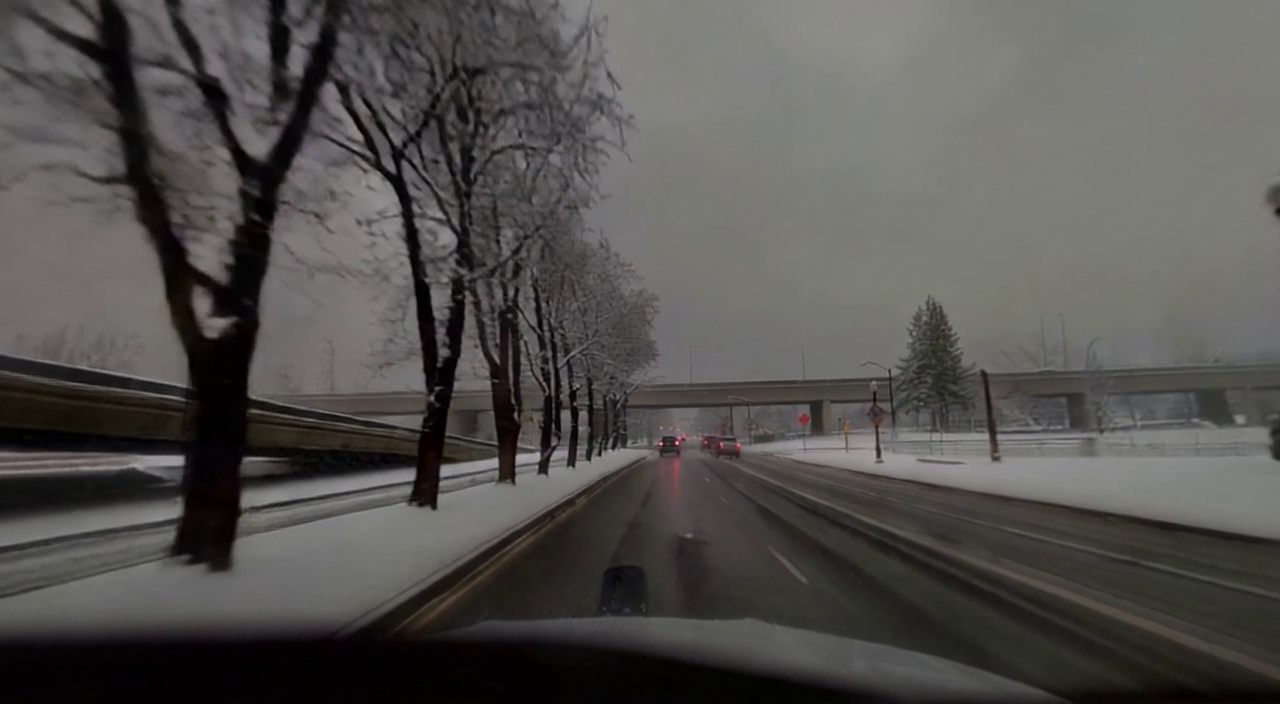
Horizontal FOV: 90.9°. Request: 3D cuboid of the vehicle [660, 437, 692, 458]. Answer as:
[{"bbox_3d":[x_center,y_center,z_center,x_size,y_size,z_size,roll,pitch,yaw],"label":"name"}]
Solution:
[{"bbox_3d":[2.762,7.254,47.767,2.280,1.475,4.051,-1,-9,5],"label":"vehicle"}]
